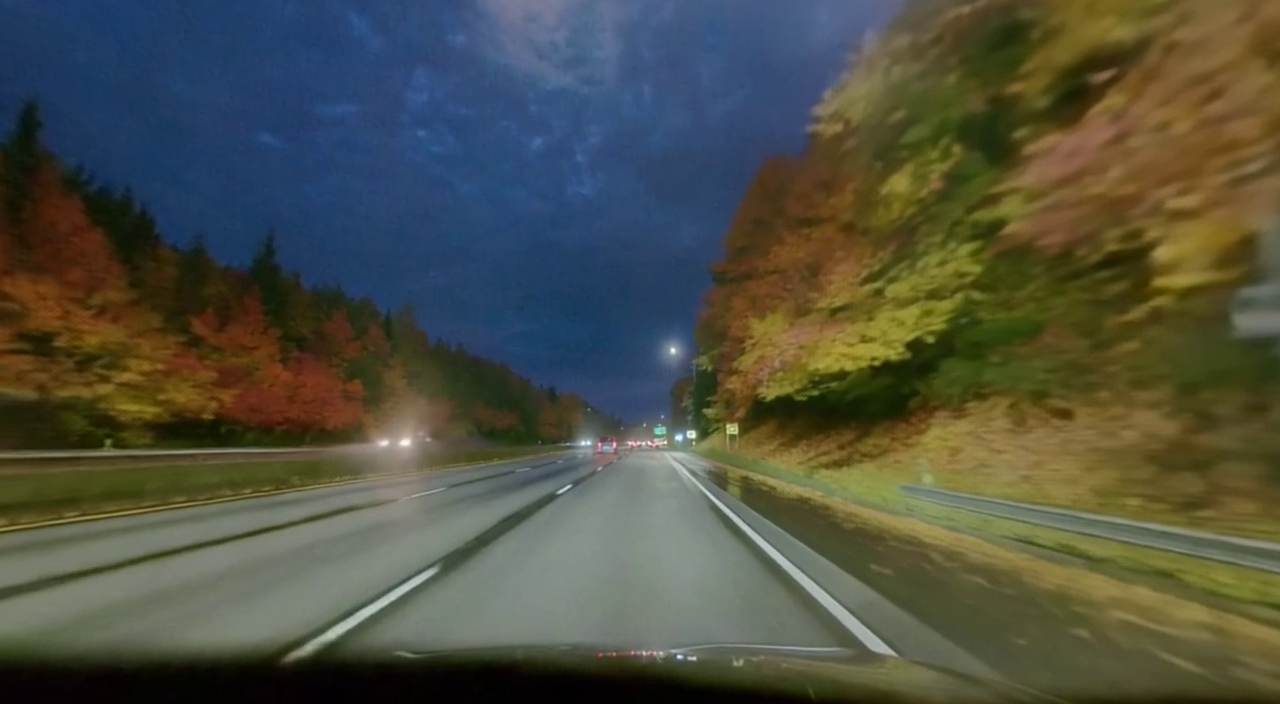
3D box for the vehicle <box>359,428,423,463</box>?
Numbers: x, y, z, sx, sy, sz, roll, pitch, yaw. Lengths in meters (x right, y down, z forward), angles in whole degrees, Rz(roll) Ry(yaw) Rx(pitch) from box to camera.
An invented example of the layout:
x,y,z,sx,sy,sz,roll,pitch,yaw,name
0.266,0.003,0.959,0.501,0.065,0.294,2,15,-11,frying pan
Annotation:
x,y,z,sx,sy,sz,roll,pitch,yaw,name
-18.530,6.995,47.212,2.280,2.481,5.795,0,-8,2,vehicle
